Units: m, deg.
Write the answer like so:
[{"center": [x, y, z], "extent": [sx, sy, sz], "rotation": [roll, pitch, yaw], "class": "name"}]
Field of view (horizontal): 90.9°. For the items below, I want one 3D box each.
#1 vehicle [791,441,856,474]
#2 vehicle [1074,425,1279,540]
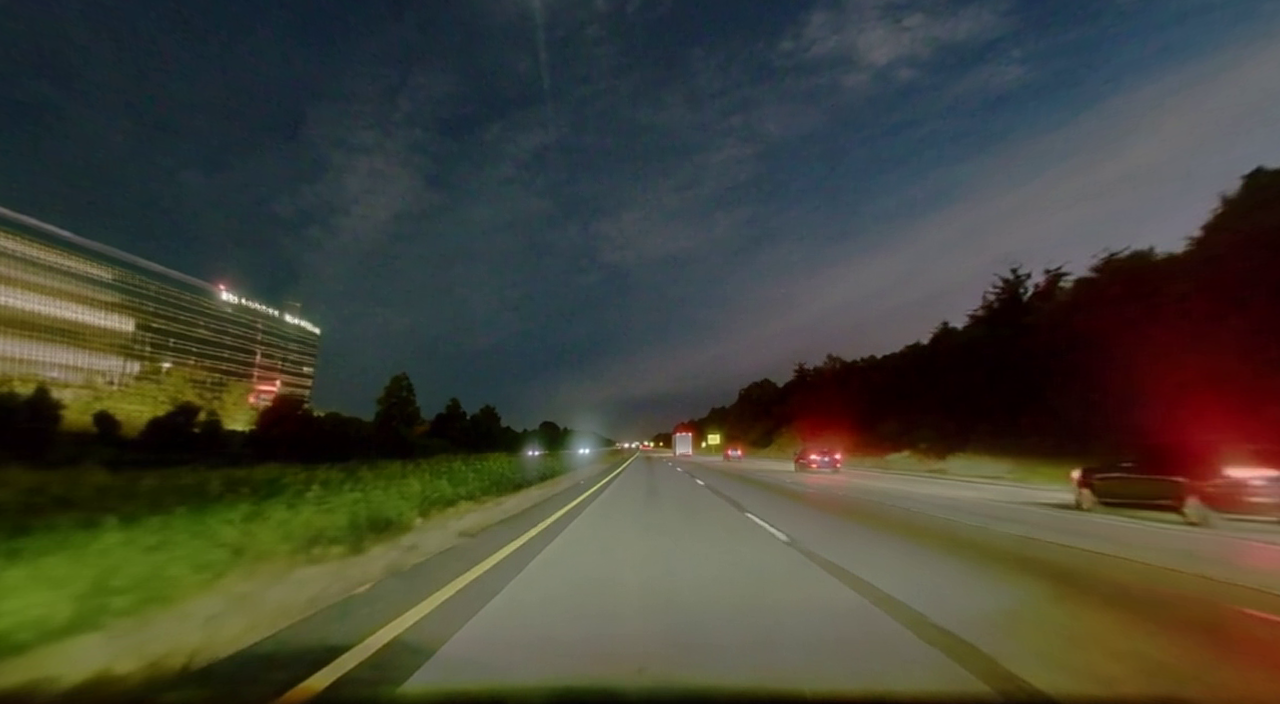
[{"center": [10.278, 5.954, 35.706], "extent": [2.129, 1.735, 4.880], "rotation": [0, -9, -1], "class": "vehicle"}, {"center": [10.338, 2.154, 10.864], "extent": [2.127, 1.646, 4.926], "rotation": [0, -9, -1], "class": "vehicle"}]
